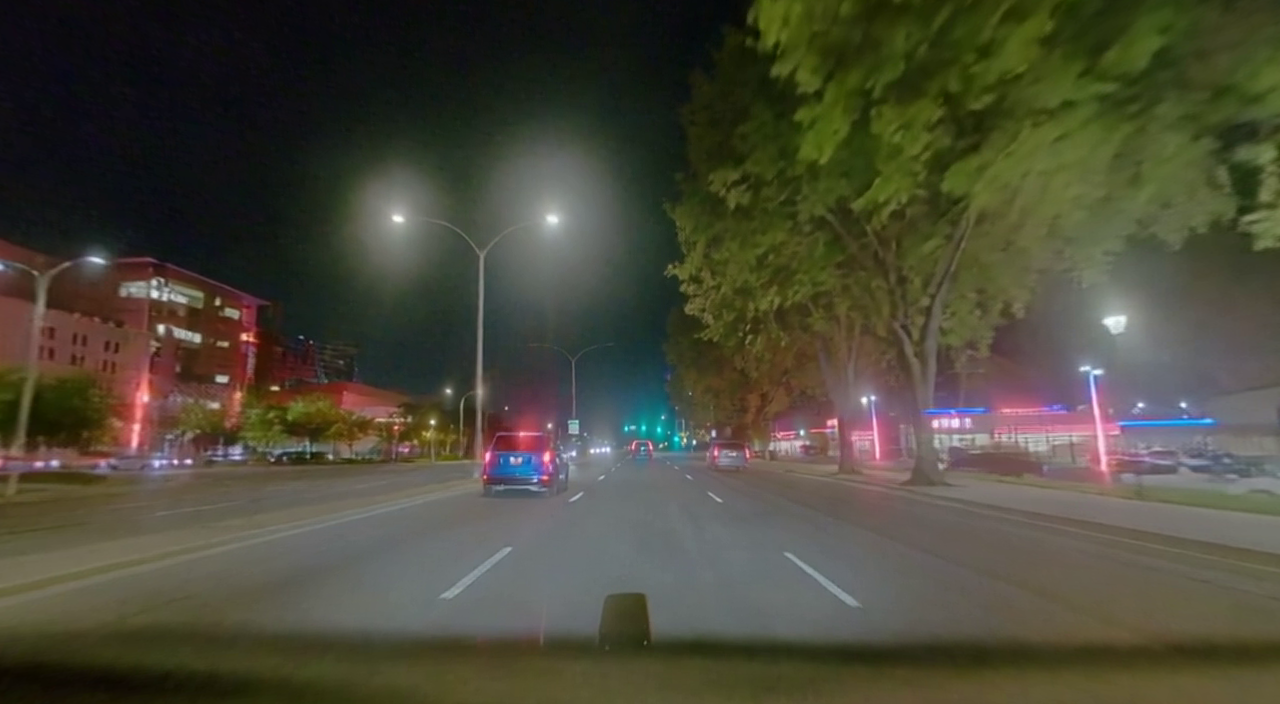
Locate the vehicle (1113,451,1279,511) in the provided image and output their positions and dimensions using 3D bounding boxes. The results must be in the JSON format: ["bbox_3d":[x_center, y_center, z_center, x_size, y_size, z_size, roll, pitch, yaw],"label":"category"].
[{"bbox_3d":[16.604,3.646,18.050,4.479,1.445,1.946,-1,-8,0],"label":"vehicle"}]

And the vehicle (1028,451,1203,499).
[{"bbox_3d":[16.736,4.333,22.365,4.538,1.420,1.983,-2,-8,-1],"label":"vehicle"}]

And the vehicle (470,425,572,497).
[{"bbox_3d":[-3.292,3.125,18.446,2.047,1.810,4.414,0,-8,1],"label":"vehicle"}]

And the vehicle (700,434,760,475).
[{"bbox_3d":[4.144,4.777,29.673,2.083,1.779,4.347,0,-8,-1],"label":"vehicle"}]
